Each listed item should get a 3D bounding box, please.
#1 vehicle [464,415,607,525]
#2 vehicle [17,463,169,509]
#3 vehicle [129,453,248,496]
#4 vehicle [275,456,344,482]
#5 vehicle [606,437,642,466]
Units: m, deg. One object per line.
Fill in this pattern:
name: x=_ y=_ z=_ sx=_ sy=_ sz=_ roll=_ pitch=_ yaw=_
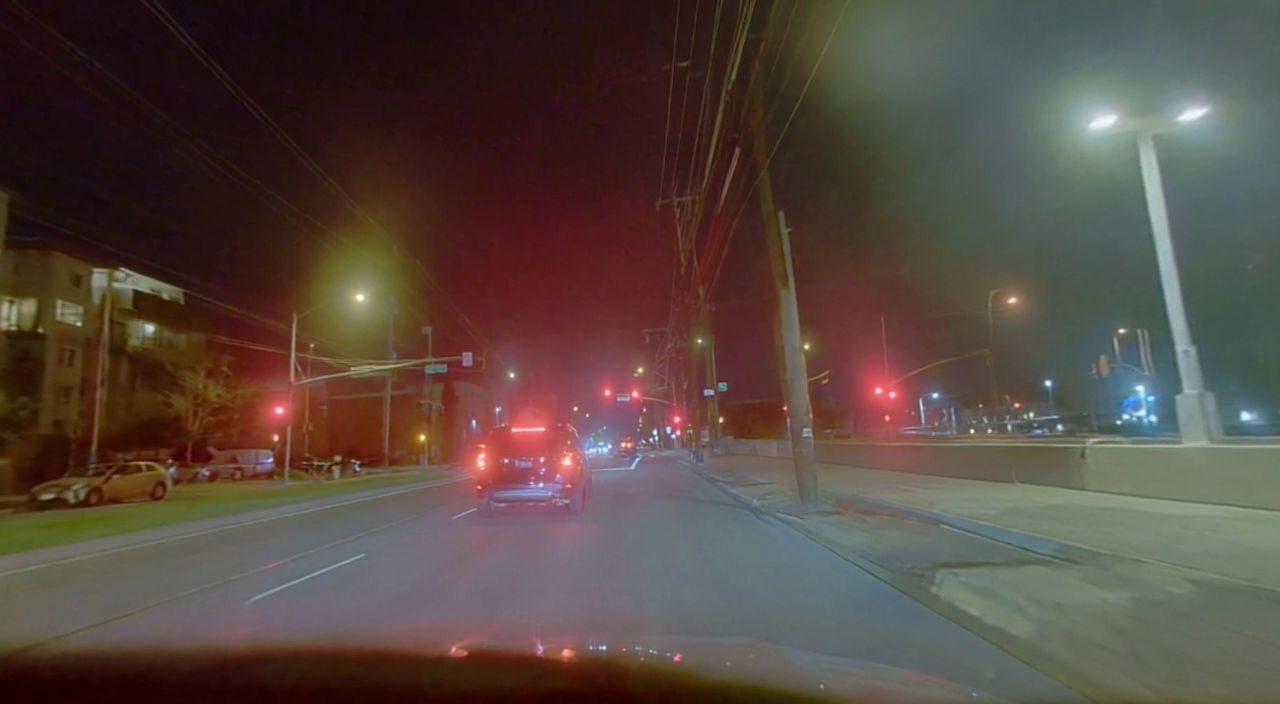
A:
vehicle: x=-1.785 y=2.215 z=12.277 sx=2.022 sy=1.757 sz=4.041 roll=0 pitch=-9 yaw=1
vehicle: x=-20.224 y=4.947 z=23.682 sx=1.790 sy=1.415 sz=4.450 roll=0 pitch=-9 yaw=-2
vehicle: x=-20.140 y=5.453 z=28.471 sx=1.989 sy=1.689 sz=4.388 roll=0 pitch=-9 yaw=2
vehicle: x=-20.148 y=7.107 z=38.734 sx=1.826 sy=1.430 sz=4.426 roll=0 pitch=-9 yaw=0
vehicle: x=-0.939 y=6.157 z=39.297 sx=2.144 sy=1.681 sz=3.855 roll=0 pitch=-9 yaw=0
